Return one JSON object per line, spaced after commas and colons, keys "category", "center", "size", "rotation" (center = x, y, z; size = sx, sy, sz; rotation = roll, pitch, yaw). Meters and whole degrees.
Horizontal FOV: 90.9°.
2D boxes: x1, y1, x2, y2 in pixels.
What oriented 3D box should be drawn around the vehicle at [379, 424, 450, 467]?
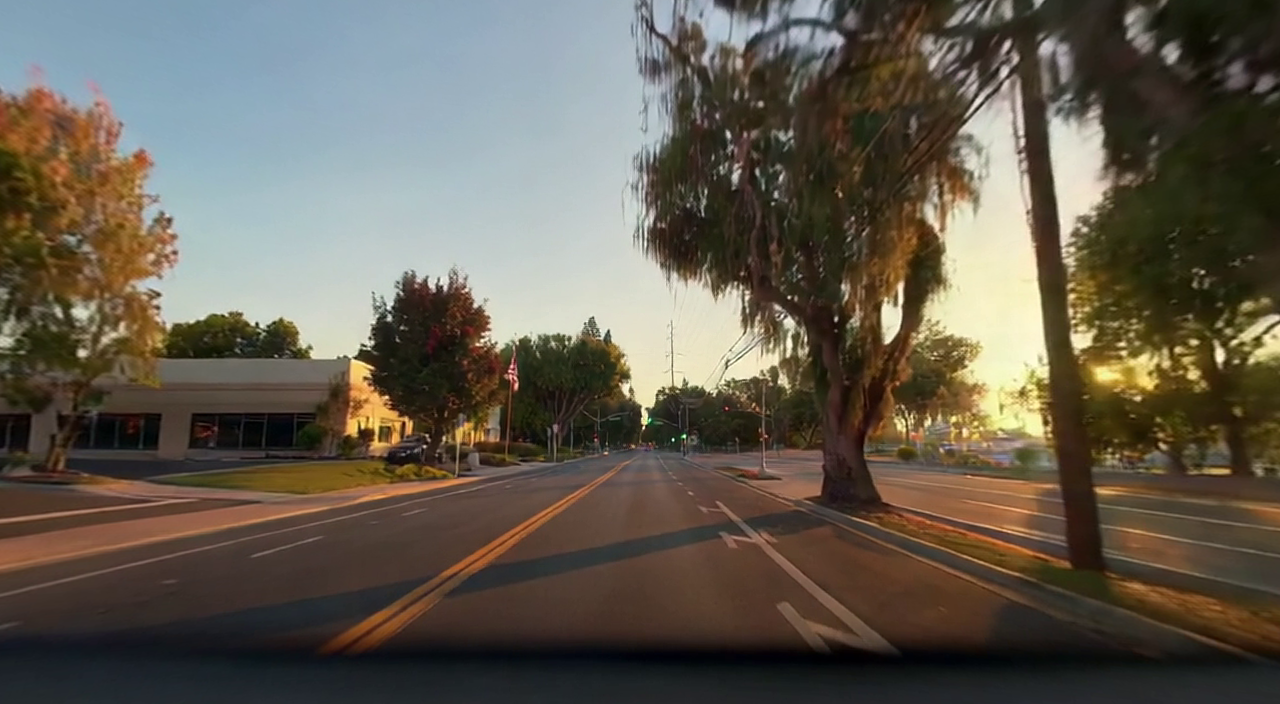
{"category": "vehicle", "center": [-13.069, 5.463, 36.973], "size": [2.476, 2.256, 5.686], "rotation": [0, -8, -5]}
